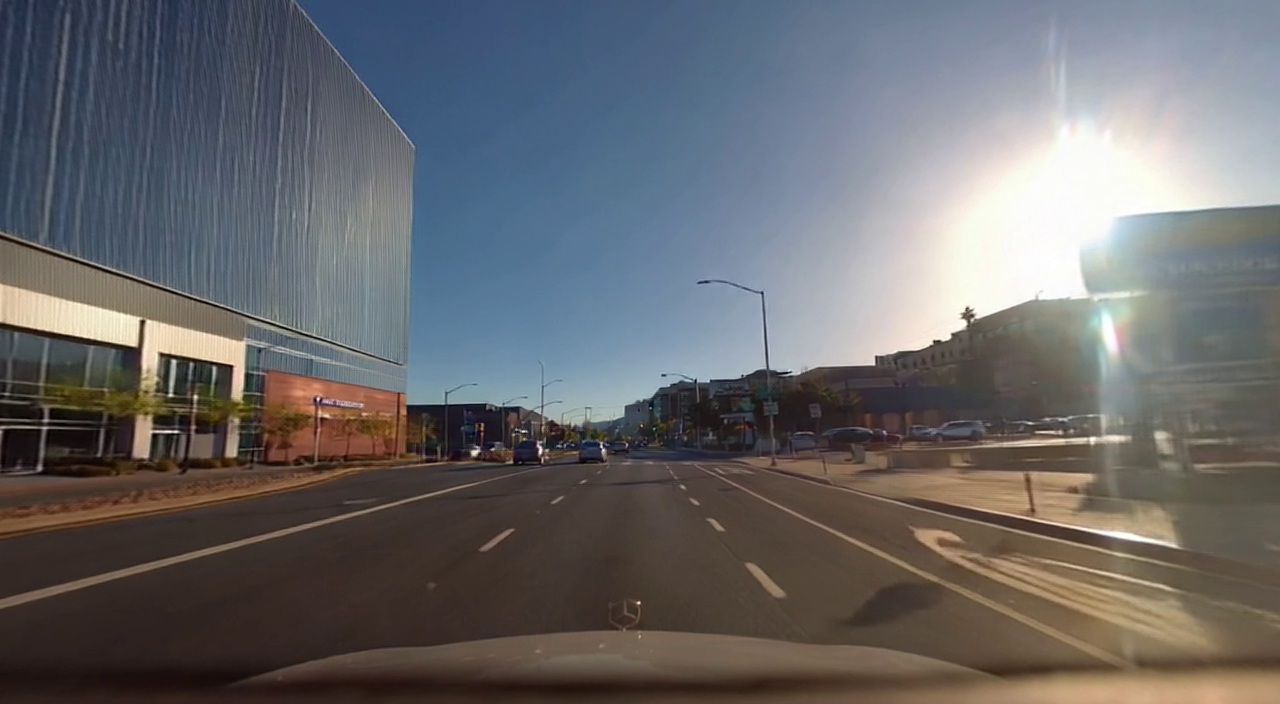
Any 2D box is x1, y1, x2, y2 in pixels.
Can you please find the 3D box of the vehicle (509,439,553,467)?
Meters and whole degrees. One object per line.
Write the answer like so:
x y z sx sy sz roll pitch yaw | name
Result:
-6.766 6.303 39.656 1.909 1.605 4.561 0 -9 1 | vehicle

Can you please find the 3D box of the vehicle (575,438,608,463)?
-3.543 7.288 46.666 2.052 1.729 4.195 0 -9 0 | vehicle
